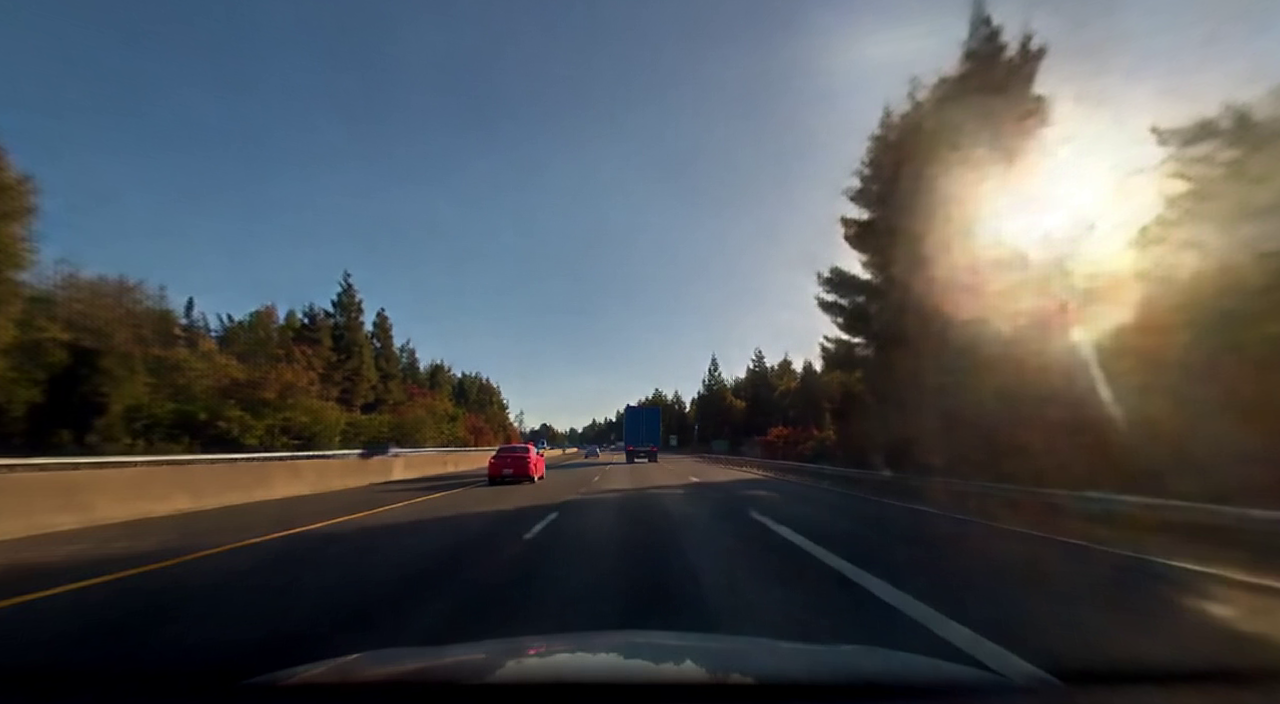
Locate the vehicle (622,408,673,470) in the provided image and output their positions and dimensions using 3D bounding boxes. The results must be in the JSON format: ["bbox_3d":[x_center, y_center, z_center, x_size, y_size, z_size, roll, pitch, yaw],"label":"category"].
[{"bbox_3d":[0.319,5.872,42.040,2.893,3.628,9.081,0,-9,-3],"label":"vehicle"}]

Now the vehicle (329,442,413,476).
[{"bbox_3d":[-12.796,5.119,30.322,1.933,1.495,4.717,0,-9,0],"label":"vehicle"}]

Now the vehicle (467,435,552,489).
[{"bbox_3d":[-4.187,3.622,20.919,1.977,1.602,3.944,0,-9,0],"label":"vehicle"}]
